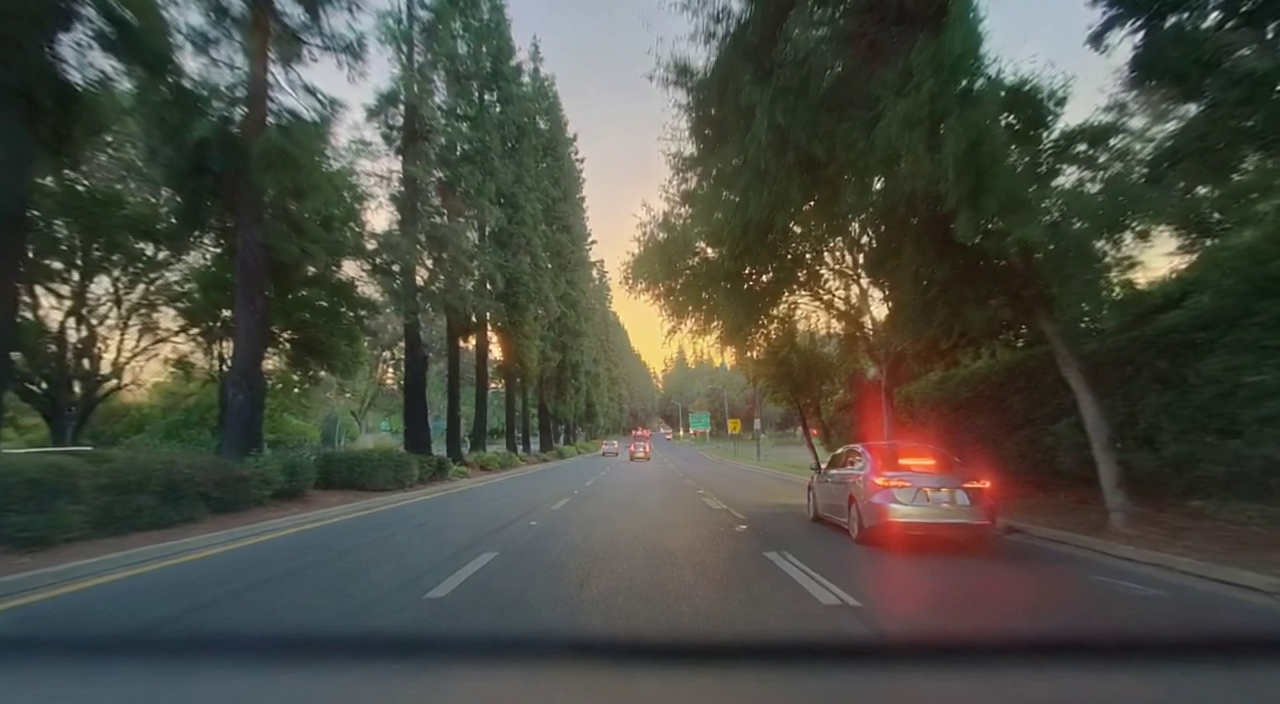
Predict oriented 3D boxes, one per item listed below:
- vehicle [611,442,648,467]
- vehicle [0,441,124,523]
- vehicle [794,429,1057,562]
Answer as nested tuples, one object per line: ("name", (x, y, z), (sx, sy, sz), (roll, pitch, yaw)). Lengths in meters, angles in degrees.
("vehicle", (-0.620, 6.696, 41.209), (2.095, 1.548, 4.264), (-1, -8, 3))
("vehicle", (-14.422, 2.846, 13.935), (2.010, 1.688, 4.514), (0, -8, 0))
("vehicle", (3.850, 1.993, 9.493), (1.913, 1.516, 4.322), (0, -8, 0))
